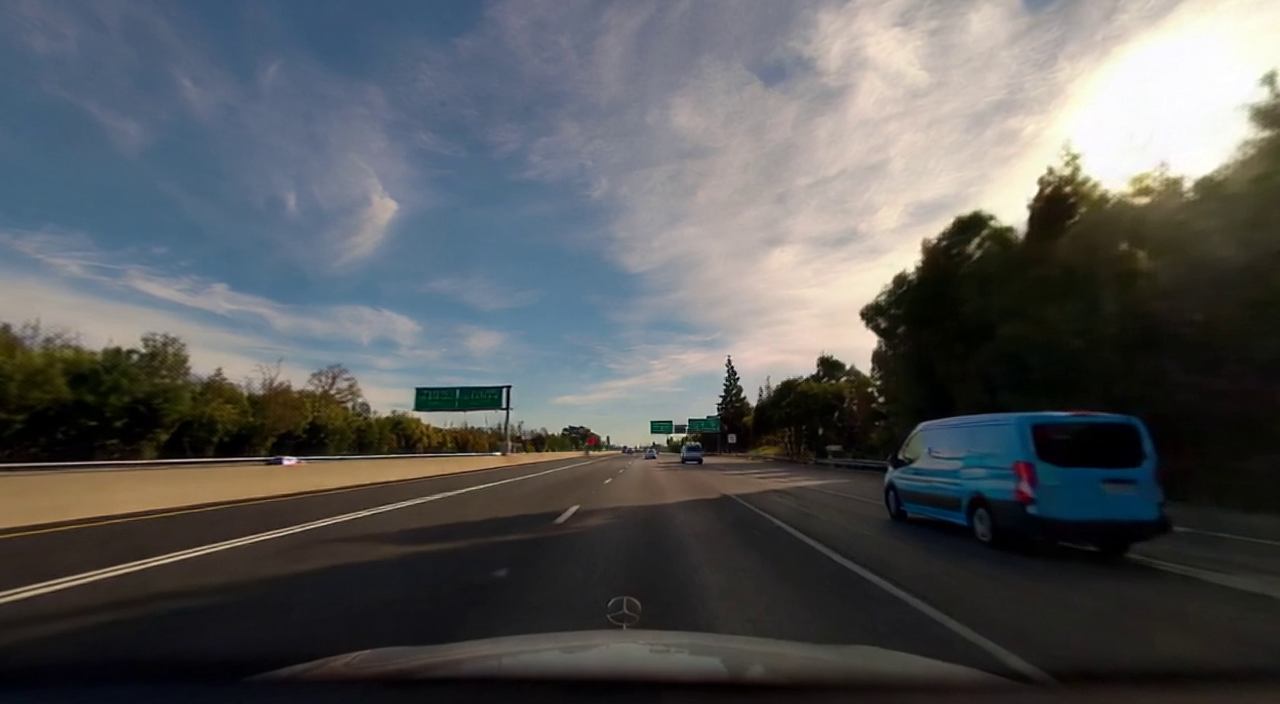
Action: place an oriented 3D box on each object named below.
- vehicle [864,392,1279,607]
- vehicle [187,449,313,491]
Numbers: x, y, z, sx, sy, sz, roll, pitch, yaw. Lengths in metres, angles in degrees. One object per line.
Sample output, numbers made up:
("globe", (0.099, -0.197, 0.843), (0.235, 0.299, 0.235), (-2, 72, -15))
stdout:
("vehicle", (4.578, 1.584, 7.589), (1.971, 1.795, 4.389), (0, -9, -3))
("vehicle", (-15.142, 4.579, 24.830), (1.903, 1.486, 4.666), (0, -9, 1))
